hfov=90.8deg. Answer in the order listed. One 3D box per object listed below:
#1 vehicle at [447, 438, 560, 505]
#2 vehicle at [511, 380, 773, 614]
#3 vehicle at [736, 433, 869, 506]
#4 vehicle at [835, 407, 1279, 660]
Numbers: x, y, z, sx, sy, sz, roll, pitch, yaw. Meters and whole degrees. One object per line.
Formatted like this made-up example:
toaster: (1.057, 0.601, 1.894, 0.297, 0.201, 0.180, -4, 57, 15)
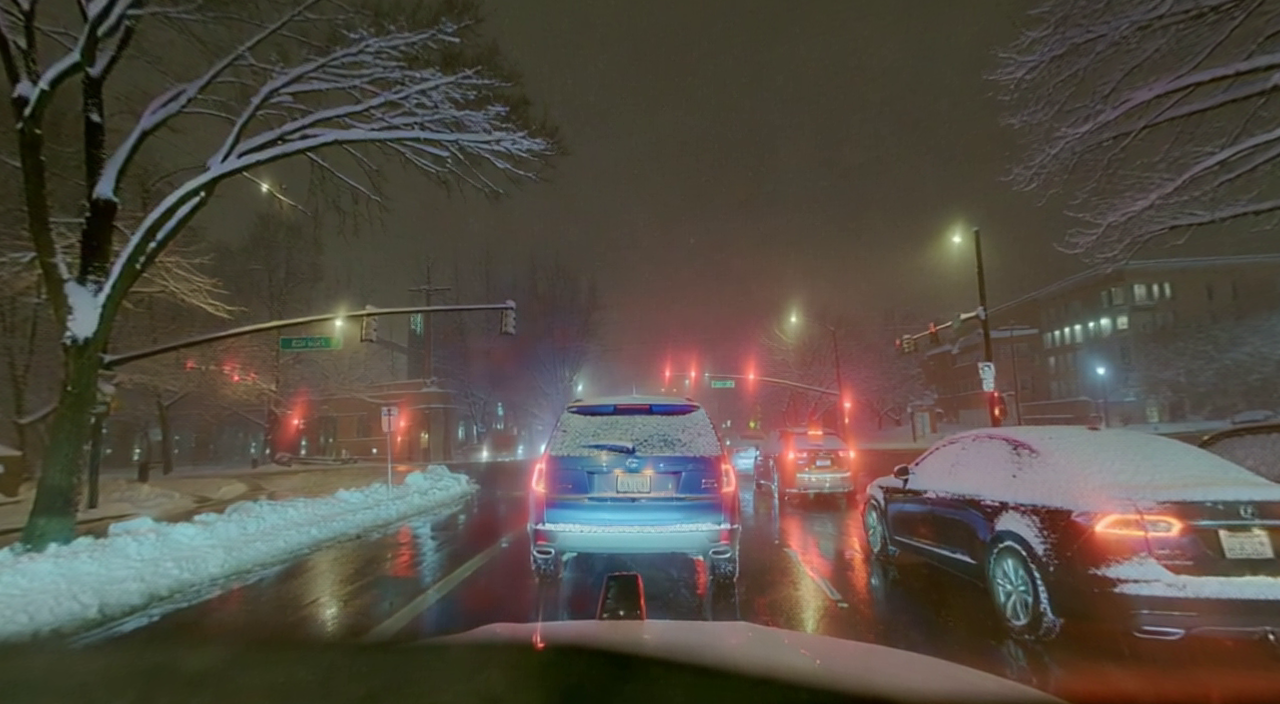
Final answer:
vehicle: (-3.311, 2.981, 16.202, 1.913, 1.464, 4.276, 0, -8, 0)
vehicle: (-0.036, 1.455, 7.269, 2.038, 1.819, 4.505, 0, -8, -1)
vehicle: (3.646, 2.709, 15.060, 1.940, 1.474, 4.234, 0, -8, -1)
vehicle: (3.636, 1.406, 6.073, 1.995, 1.483, 4.533, 0, -8, -1)
